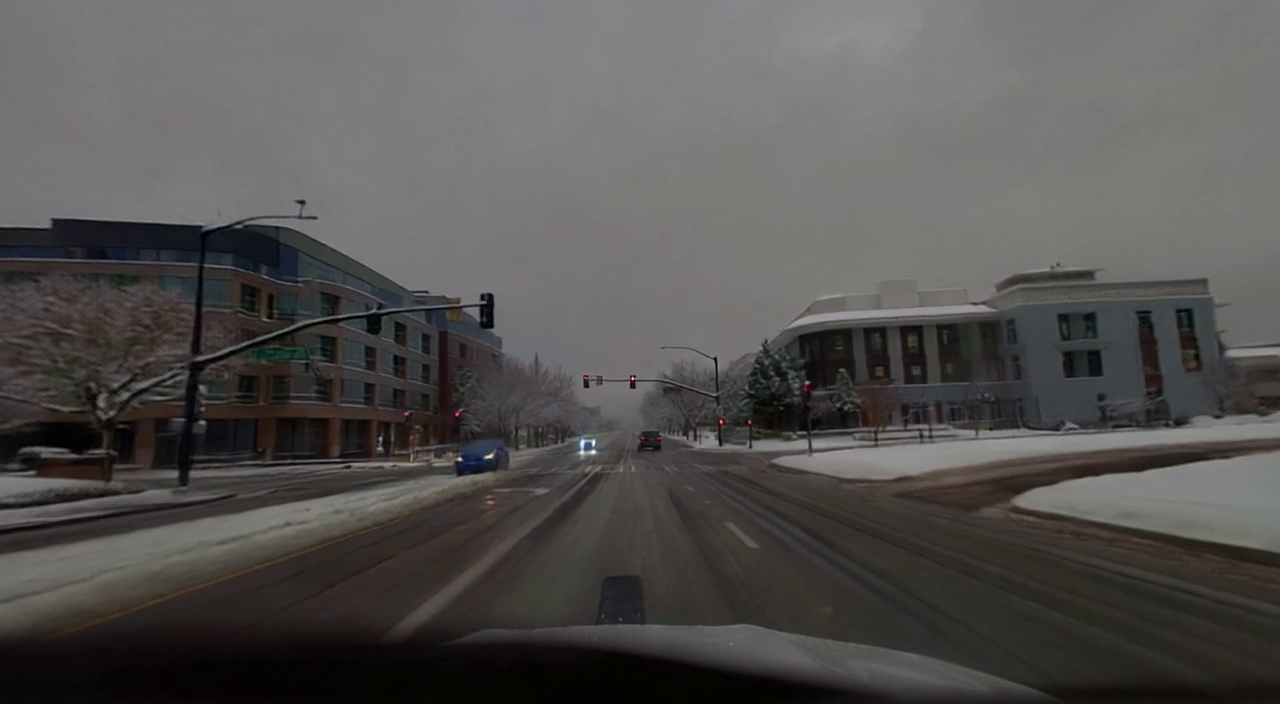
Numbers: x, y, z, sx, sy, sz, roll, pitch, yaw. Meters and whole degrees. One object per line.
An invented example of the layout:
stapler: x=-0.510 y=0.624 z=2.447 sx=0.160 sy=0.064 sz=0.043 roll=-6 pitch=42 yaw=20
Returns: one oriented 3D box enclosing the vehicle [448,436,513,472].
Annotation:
vehicle: x=-7.836 y=5.044 z=31.414 sx=2.165 sy=1.685 sz=4.274 roll=0 pitch=-8 yaw=-1
